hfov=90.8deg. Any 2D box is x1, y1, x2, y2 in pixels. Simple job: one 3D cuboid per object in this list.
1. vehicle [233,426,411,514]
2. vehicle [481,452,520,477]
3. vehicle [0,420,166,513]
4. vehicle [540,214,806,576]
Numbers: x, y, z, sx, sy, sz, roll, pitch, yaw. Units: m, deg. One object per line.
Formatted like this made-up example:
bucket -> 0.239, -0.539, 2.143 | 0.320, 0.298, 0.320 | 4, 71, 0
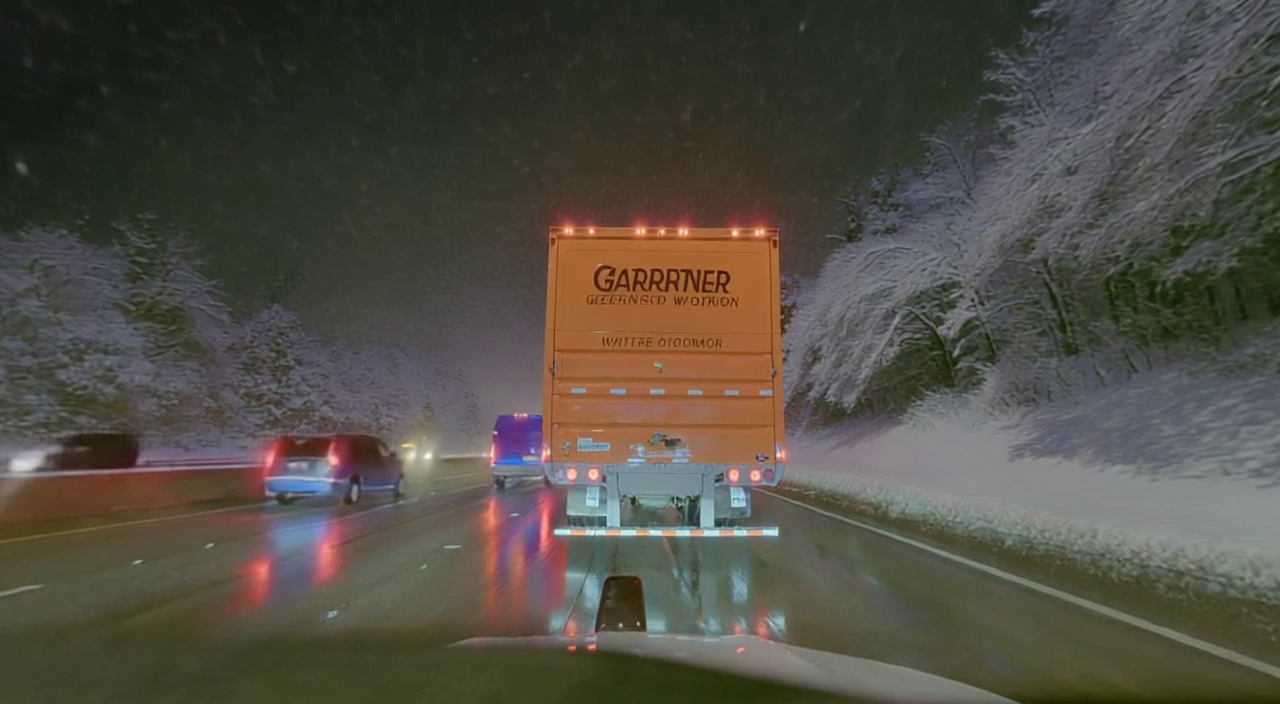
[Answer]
vehicle -> -8.505, 3.208, 17.649 | 2.174, 2.059, 5.314 | 0, -9, 0
vehicle -> -8.649, 6.967, 39.404 | 1.617, 1.465, 3.546 | 0, -9, 1
vehicle -> -21.523, 4.096, 22.926 | 2.677, 2.891, 7.414 | 0, -9, 0
vehicle -> 0.481, 1.225, 12.286 | 2.853, 4.054, 10.557 | 0, -9, 1
